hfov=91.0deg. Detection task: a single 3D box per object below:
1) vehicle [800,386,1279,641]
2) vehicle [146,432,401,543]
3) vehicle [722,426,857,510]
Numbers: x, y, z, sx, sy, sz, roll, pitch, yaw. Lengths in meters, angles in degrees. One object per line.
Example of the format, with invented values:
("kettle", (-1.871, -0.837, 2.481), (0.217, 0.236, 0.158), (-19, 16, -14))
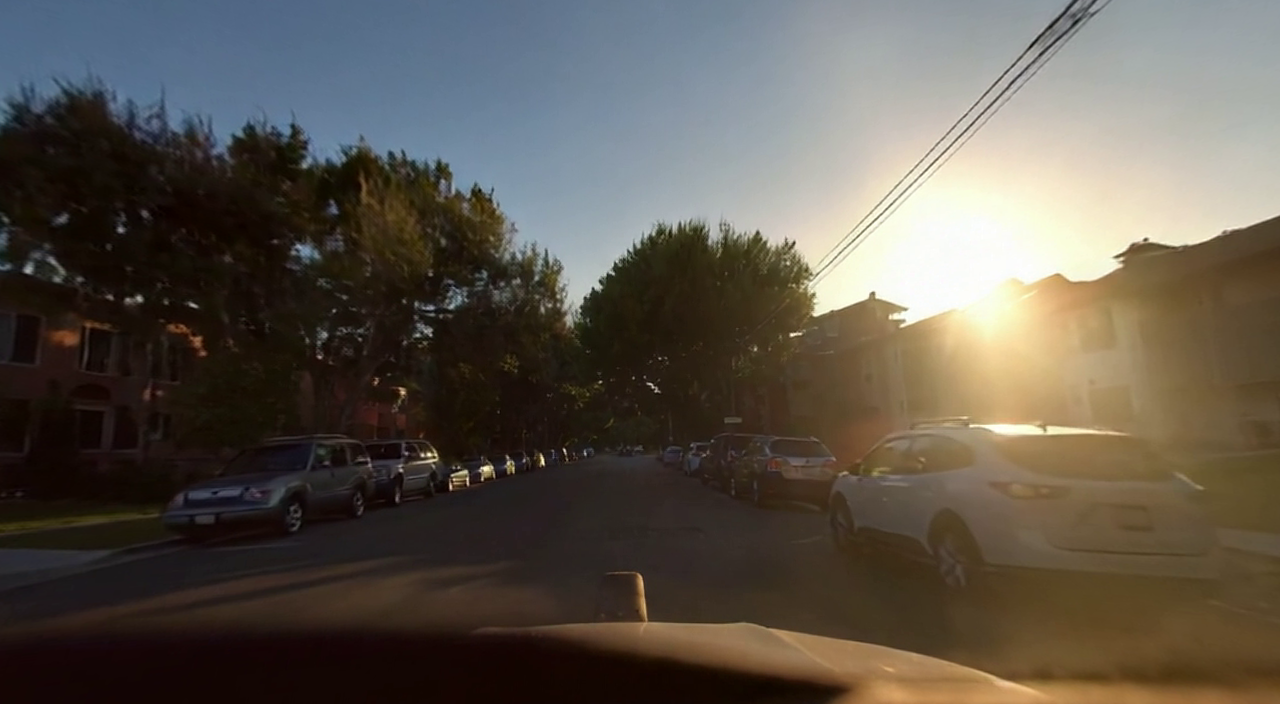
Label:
("vehicle", (3.902, 1.619, 7.642), (2.280, 1.850, 5.961), (0, -9, -1))
("vehicle", (-7.411, 2.838, 13.718), (2.384, 1.781, 5.492), (-3, -10, -2))
("vehicle", (3.706, 3.011, 16.854), (2.214, 1.885, 5.268), (0, -9, -1))
